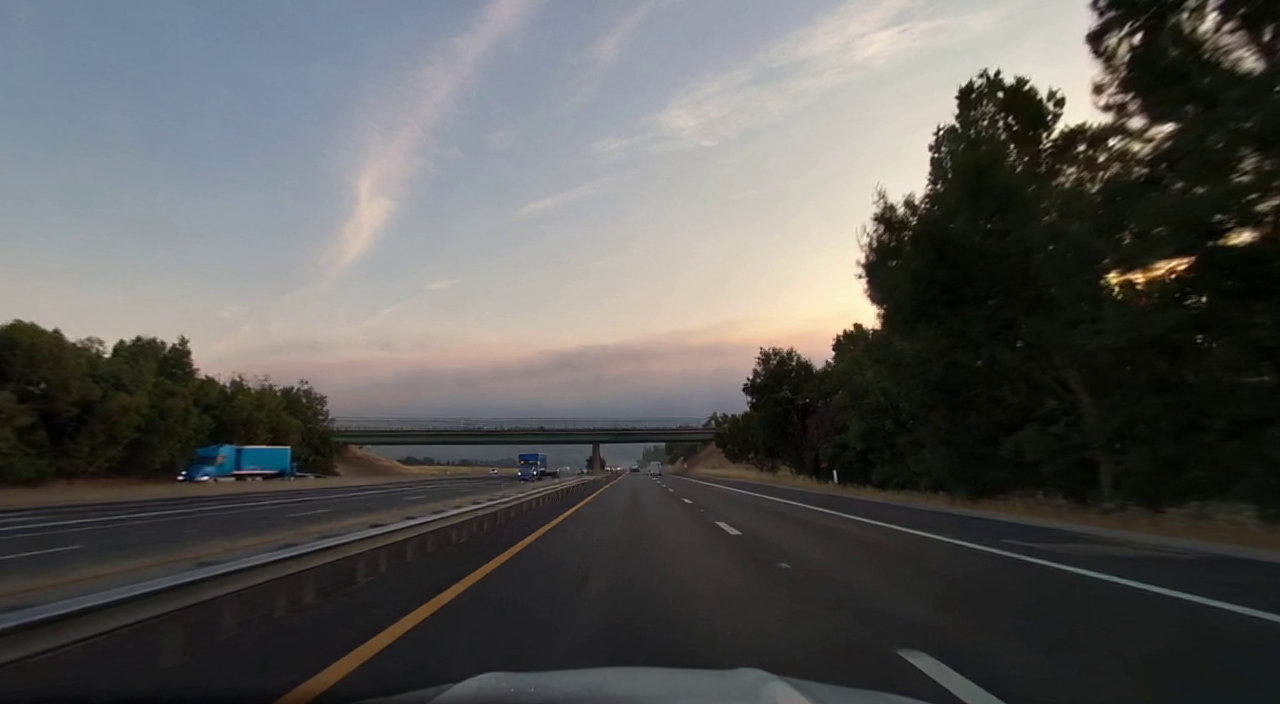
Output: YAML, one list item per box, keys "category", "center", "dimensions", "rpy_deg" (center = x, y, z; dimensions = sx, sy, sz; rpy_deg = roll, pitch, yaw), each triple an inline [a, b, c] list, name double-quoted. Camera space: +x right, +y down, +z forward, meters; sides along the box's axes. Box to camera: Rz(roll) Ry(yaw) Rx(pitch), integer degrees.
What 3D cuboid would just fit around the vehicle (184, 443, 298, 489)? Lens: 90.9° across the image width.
- category: "vehicle"
  center: [-30.912, 8.958, 49.460]
  dimensions: [2.837, 3.196, 9.119]
  rpy_deg: [1, -10, 1]
